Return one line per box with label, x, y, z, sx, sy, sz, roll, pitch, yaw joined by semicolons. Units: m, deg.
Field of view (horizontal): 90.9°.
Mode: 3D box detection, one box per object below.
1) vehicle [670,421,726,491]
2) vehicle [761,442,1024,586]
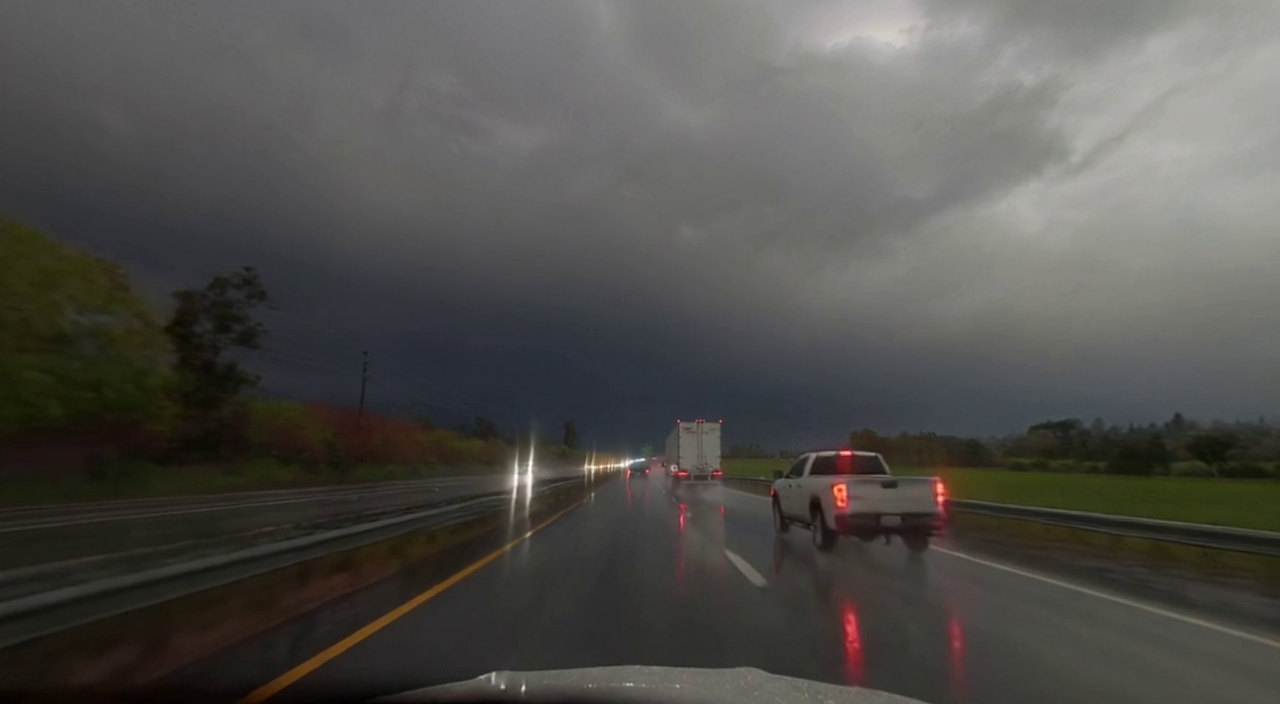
vehicle;3.800;7.456;44.667;2.863;4.088;14.040;1;-10;1
vehicle;3.452;2.360;9.868;2.124;1.662;4.641;1;-10;-1
